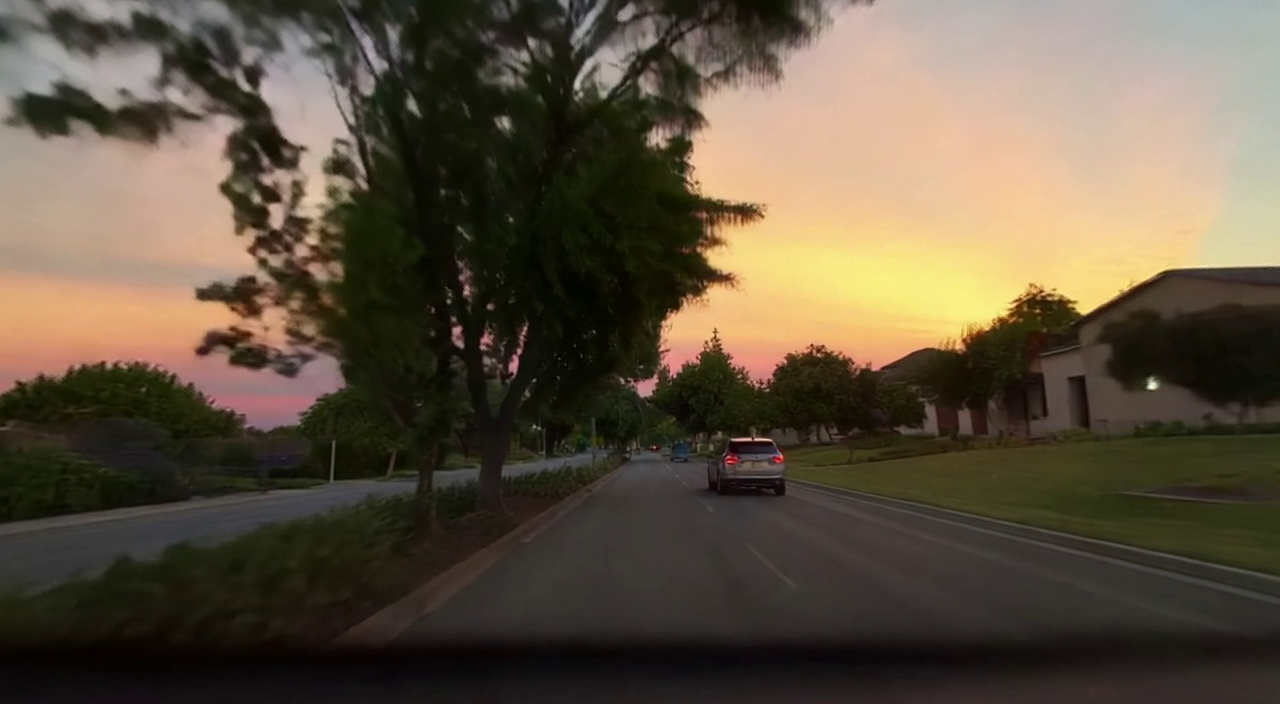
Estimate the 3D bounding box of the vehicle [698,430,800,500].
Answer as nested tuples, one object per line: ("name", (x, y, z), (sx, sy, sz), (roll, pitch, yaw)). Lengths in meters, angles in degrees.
("vehicle", (3.023, 3.263, 18.628), (2.180, 1.773, 4.639), (0, -8, 0))
